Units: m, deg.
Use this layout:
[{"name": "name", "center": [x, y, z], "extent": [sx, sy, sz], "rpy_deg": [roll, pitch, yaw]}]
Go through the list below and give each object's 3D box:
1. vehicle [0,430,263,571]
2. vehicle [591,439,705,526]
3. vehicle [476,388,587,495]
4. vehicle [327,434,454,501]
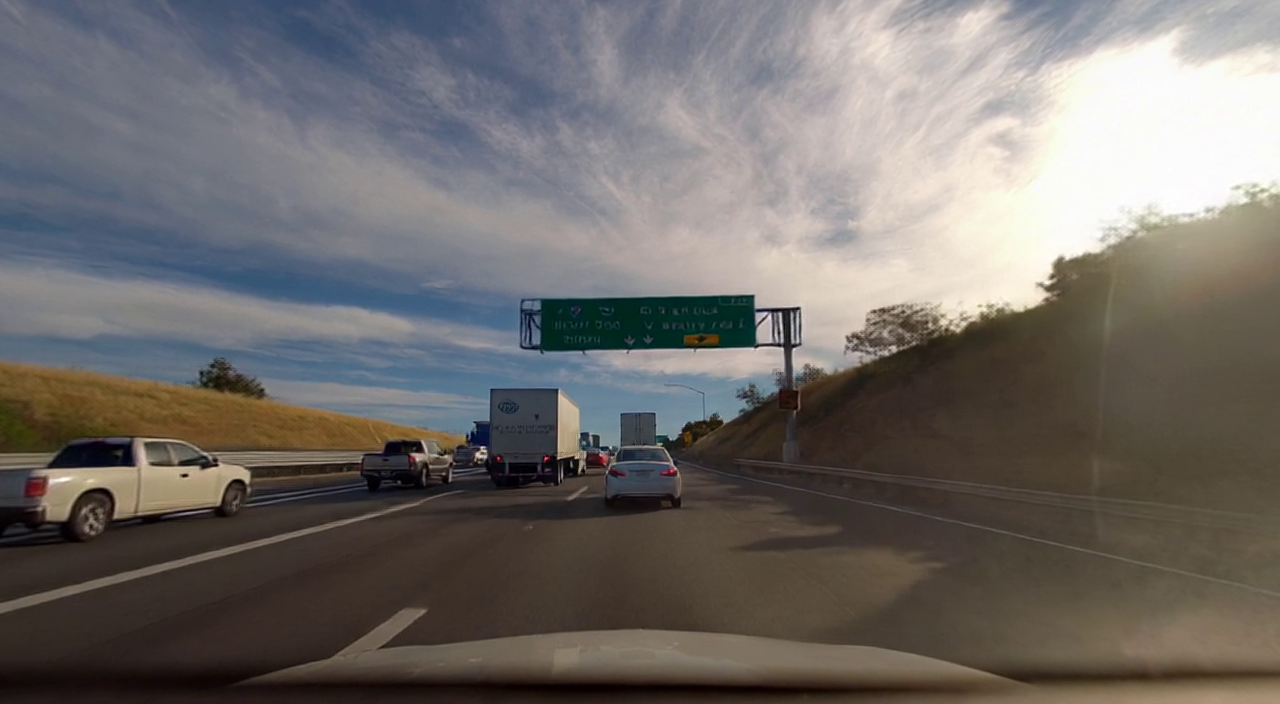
[{"name": "vehicle", "center": [-7.892, 1.984, 9.191], "extent": [1.879, 1.521, 4.623], "rpy_deg": [-1, -9, 1]}, {"name": "vehicle", "center": [0.097, 2.572, 12.858], "extent": [1.995, 1.495, 3.380], "rpy_deg": [0, -9, -1]}, {"name": "vehicle", "center": [-3.731, 3.370, 23.619], "extent": [2.812, 3.342, 7.248], "rpy_deg": [-1, -9, 1]}, {"name": "vehicle", "center": [-7.306, 3.429, 19.020], "extent": [1.952, 1.746, 4.332], "rpy_deg": [-1, -9, 1]}]
